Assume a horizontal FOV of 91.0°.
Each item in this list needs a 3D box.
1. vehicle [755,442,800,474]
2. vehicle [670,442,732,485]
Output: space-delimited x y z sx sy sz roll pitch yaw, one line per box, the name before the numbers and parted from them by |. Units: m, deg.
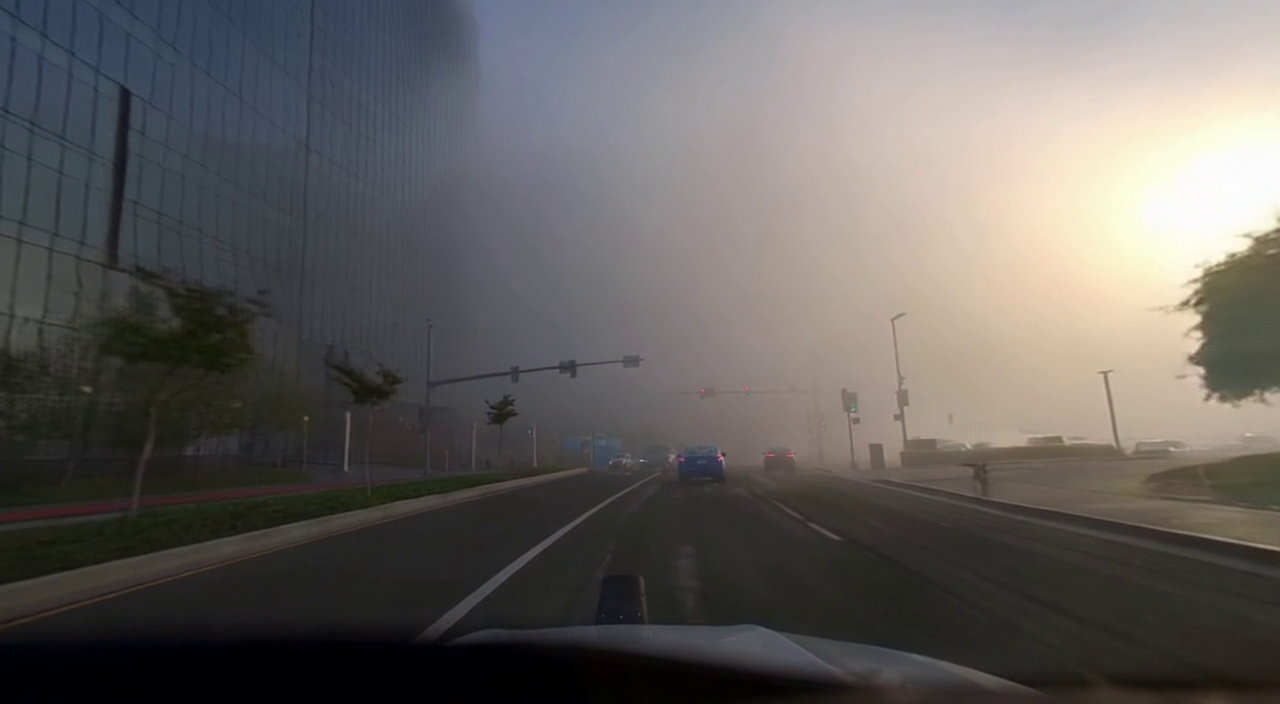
vehicle | 6.934 5.386 32.073 1.916 1.492 3.911 -1 -9 8
vehicle | 2.331 4.197 23.979 2.127 1.497 4.020 -1 -9 6
